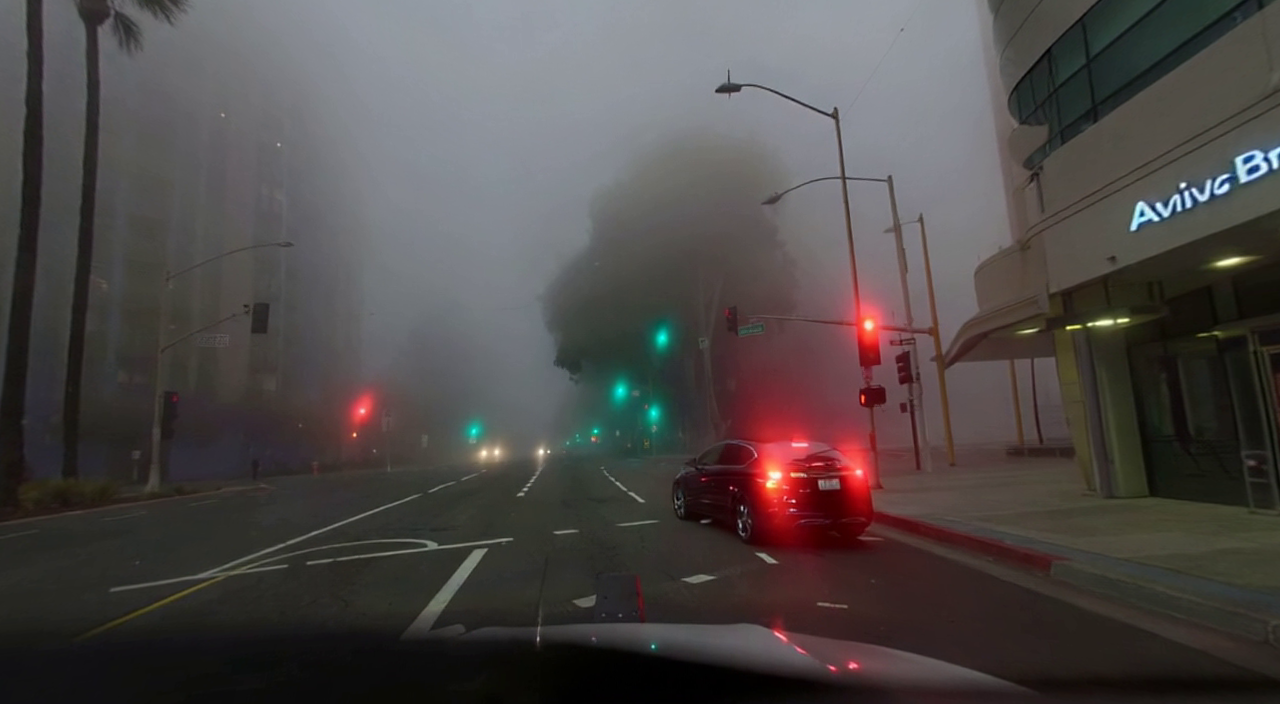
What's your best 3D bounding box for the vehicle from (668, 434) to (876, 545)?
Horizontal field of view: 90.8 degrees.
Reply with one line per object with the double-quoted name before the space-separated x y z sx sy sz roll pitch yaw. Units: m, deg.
"vehicle" 1.919 2.205 10.976 2.090 1.466 4.676 1 -8 -7
